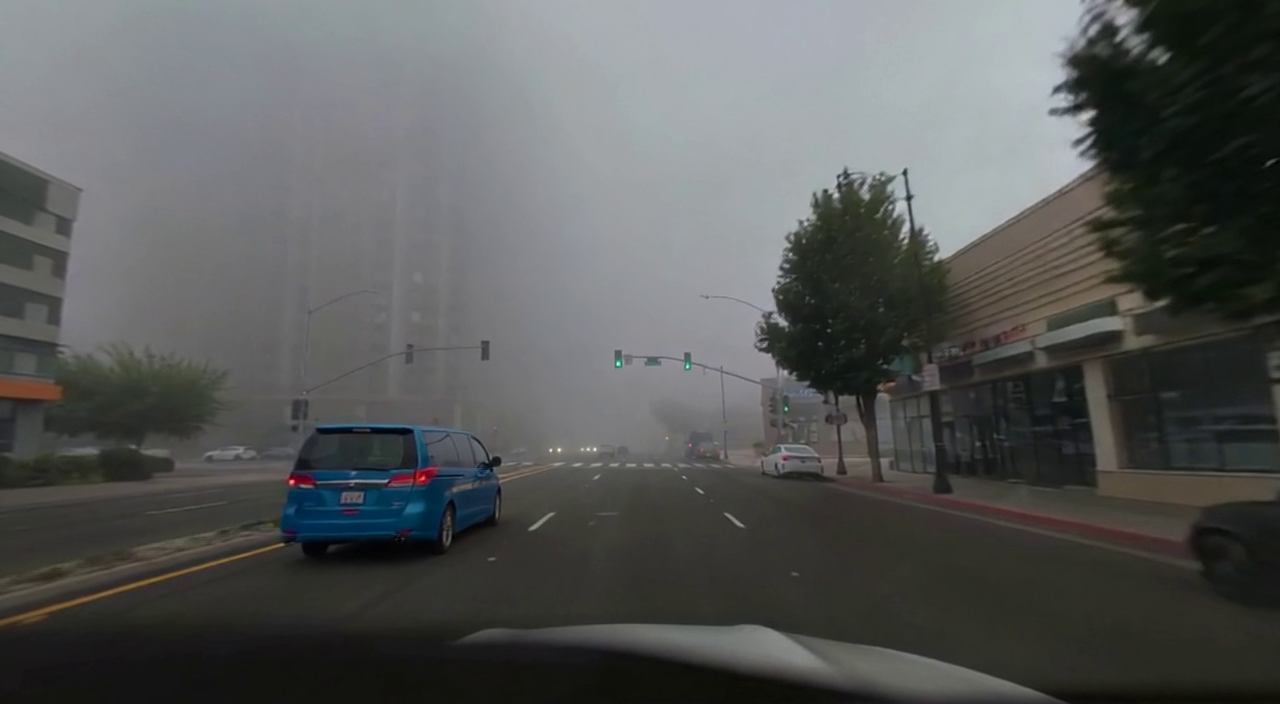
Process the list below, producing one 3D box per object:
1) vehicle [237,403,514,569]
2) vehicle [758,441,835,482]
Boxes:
[{"bbox_3d":[-3.158,1.685,8.551,2.080,1.722,3.766,0,-8,1],"label":"vehicle"},{"bbox_3d":[6.423,4.521,26.422,1.967,1.534,4.683,0,-8,-1],"label":"vehicle"}]
